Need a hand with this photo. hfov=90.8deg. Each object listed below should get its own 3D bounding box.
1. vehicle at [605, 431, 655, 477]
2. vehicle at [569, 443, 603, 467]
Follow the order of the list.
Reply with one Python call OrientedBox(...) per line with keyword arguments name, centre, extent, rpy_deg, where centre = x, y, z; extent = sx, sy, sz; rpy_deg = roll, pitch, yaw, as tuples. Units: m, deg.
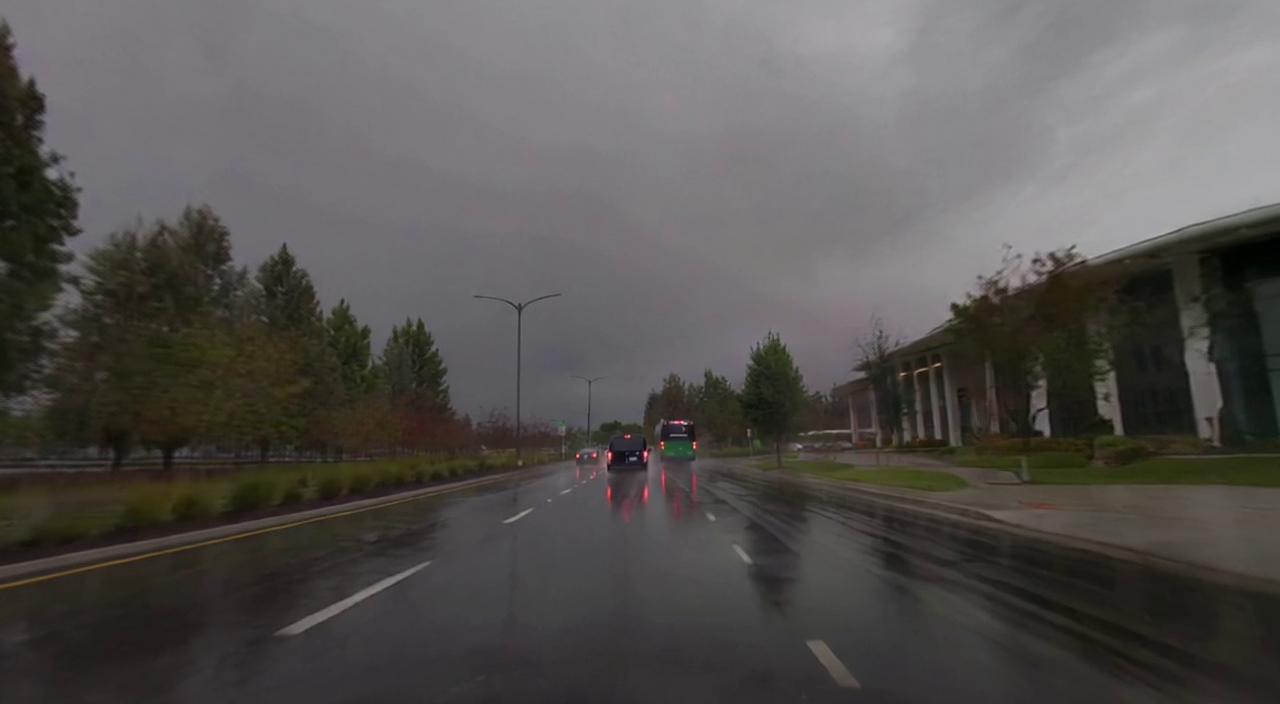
OrientedBox(name="vehicle", centre=(-0.427, 5.121, 31.989), extent=(2.336, 2.122, 5.207), rpy_deg=(0, -9, 1))
OrientedBox(name="vehicle", centre=(-4.035, 7.763, 47.768), extent=(2.109, 1.672, 4.256), rpy_deg=(0, -9, 1))
